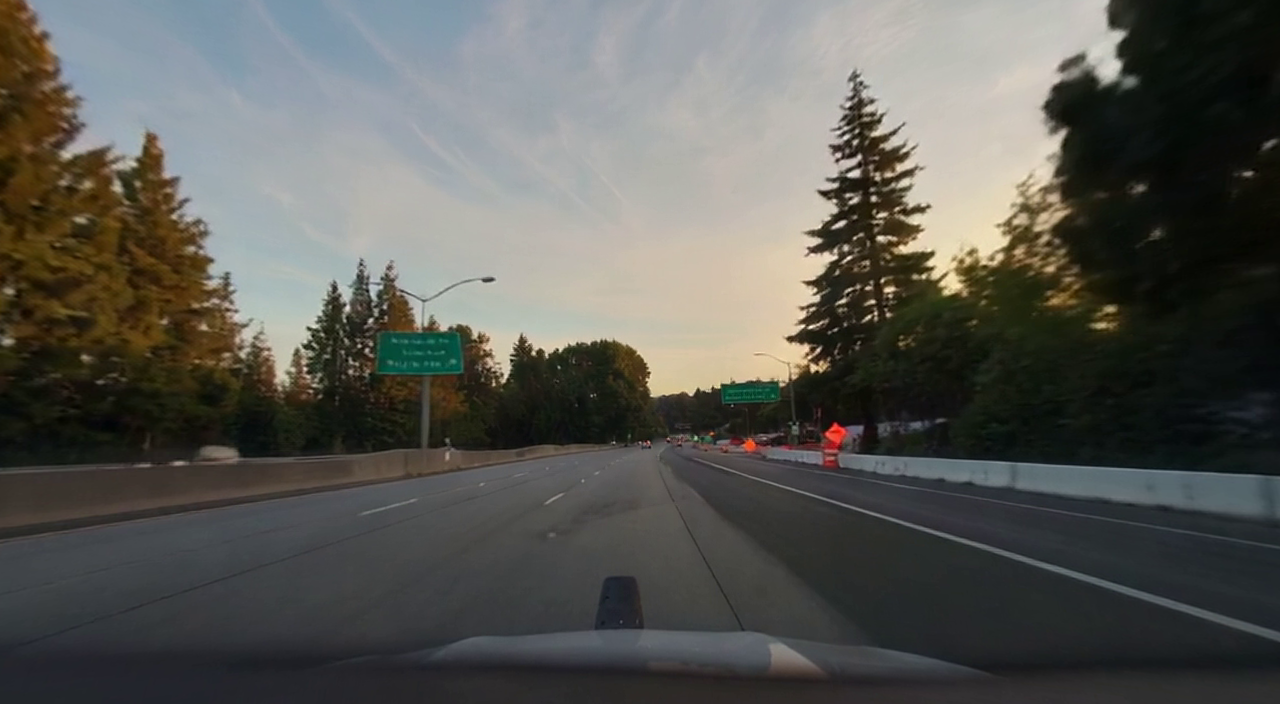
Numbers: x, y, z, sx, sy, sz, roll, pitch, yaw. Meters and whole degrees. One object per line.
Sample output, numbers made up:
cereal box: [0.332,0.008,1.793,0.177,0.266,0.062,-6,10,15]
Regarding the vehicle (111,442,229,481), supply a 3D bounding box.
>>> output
vehicle: [-23.224,5.411,31.419,2.095,1.759,4.794,0,-8,0]
